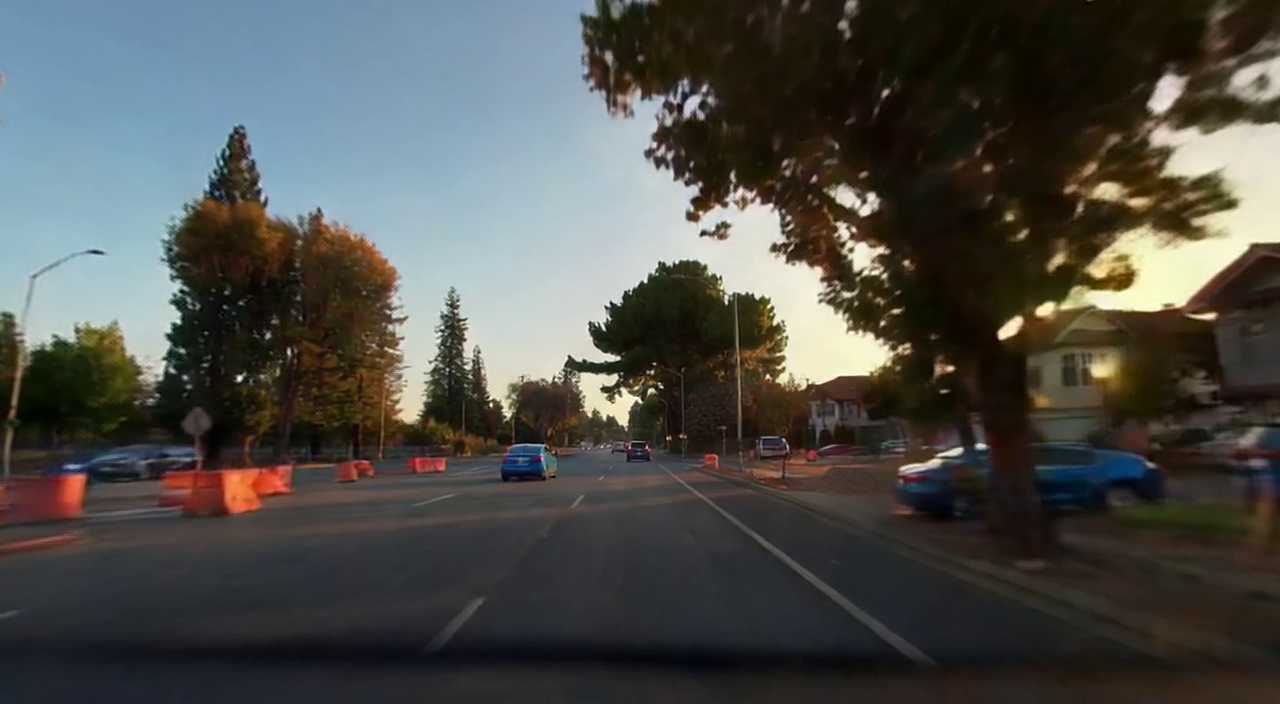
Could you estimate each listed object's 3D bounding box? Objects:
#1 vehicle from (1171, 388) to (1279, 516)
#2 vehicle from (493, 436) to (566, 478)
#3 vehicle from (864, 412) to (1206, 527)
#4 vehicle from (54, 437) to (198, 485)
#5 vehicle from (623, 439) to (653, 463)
[{"bbox_3d":[11.633,1.526,9.602,4.936,1.813,2.158,0,-8,3],"label":"vehicle"},{"bbox_3d":[-4.715,4.556,27.672,2.198,1.663,4.519,0,-8,3],"label":"vehicle"},{"bbox_3d":[6.548,1.987,11.035,4.447,1.754,2.182,-1,-8,5],"label":"vehicle"},{"bbox_3d":[-20.804,4.407,25.788,2.053,1.761,4.479,0,-8,1],"label":"vehicle"},{"bbox_3d":[-0.136,7.399,47.113,2.135,1.711,4.124,0,-8,0],"label":"vehicle"}]
